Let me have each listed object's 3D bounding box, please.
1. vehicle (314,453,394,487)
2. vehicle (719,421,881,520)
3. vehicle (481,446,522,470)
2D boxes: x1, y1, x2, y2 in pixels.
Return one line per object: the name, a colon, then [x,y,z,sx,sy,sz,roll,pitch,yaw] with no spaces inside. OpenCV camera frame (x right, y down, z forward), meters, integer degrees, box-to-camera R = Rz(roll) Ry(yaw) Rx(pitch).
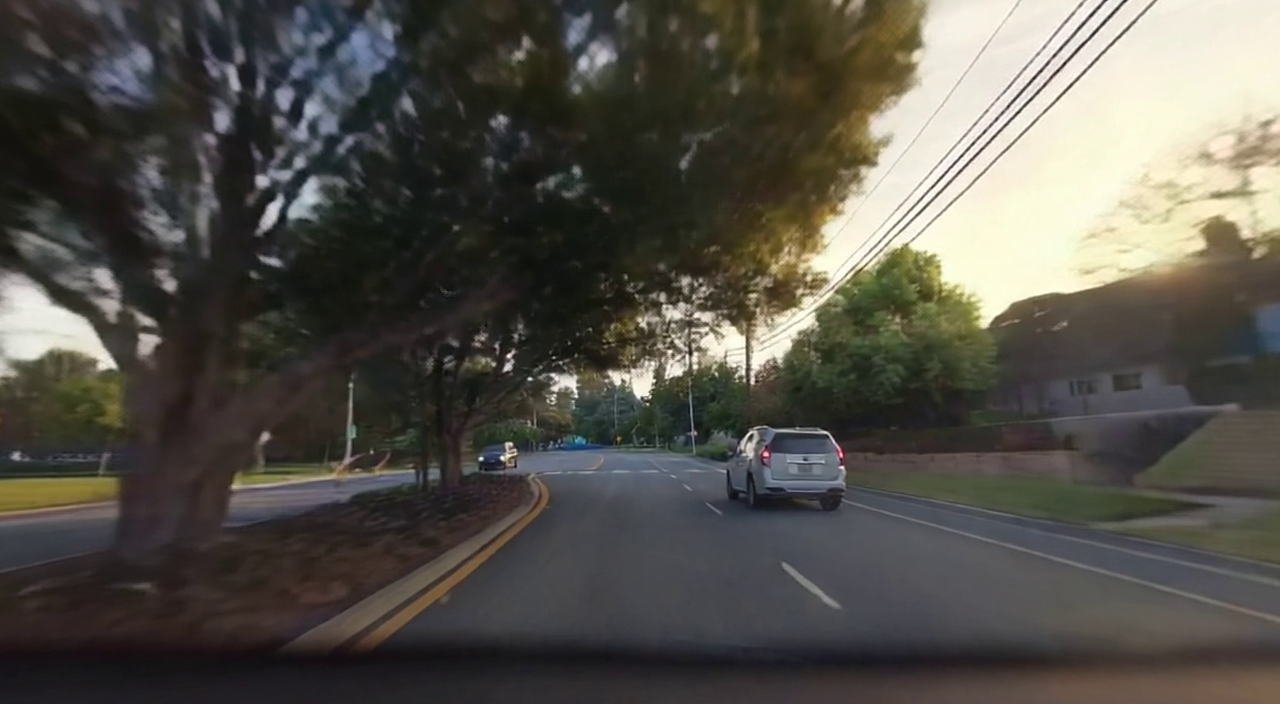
vehicle: [-13.947,5.750,31.100,1.968,1.533,4.280,0,-9,-1]
vehicle: [3.259,2.548,14.076,2.193,1.777,4.772,0,-9,-2]
vehicle: [-10.723,8.246,49.170,2.075,1.739,4.864,0,-9,0]
